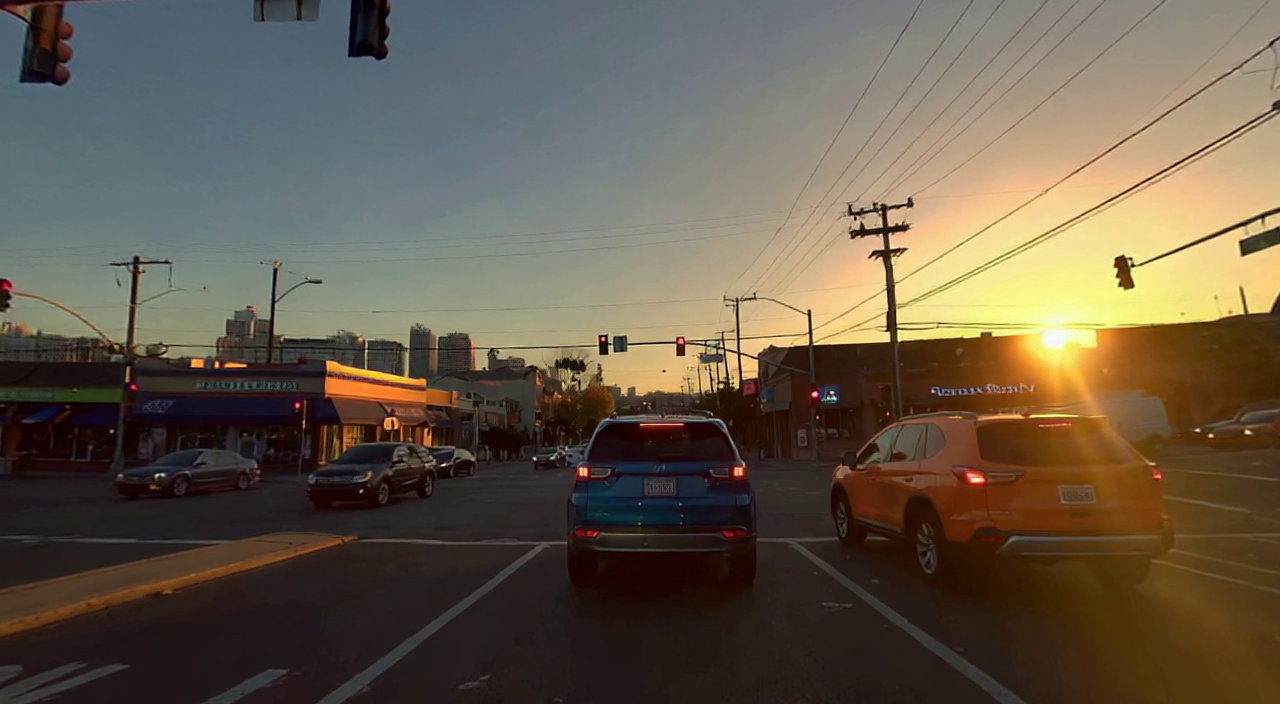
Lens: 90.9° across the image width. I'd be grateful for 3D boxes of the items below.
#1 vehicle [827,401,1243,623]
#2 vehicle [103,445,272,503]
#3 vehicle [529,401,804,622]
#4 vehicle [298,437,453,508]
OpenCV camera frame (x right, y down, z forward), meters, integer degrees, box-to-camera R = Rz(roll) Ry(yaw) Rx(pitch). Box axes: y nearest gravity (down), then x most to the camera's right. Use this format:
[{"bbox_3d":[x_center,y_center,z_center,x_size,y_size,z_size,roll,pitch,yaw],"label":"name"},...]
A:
[{"bbox_3d":[3.615,1.519,6.948,1.976,1.664,4.189,-1,-8,2],"label":"vehicle"},{"bbox_3d":[-14.398,3.854,20.476,1.931,1.633,4.544,-1,-8,3],"label":"vehicle"},{"bbox_3d":[0.254,1.505,6.818,2.098,1.682,3.778,0,-8,2],"label":"vehicle"},{"bbox_3d":[-7.502,3.451,18.631,2.176,1.766,5.042,-1,-8,3],"label":"vehicle"}]
